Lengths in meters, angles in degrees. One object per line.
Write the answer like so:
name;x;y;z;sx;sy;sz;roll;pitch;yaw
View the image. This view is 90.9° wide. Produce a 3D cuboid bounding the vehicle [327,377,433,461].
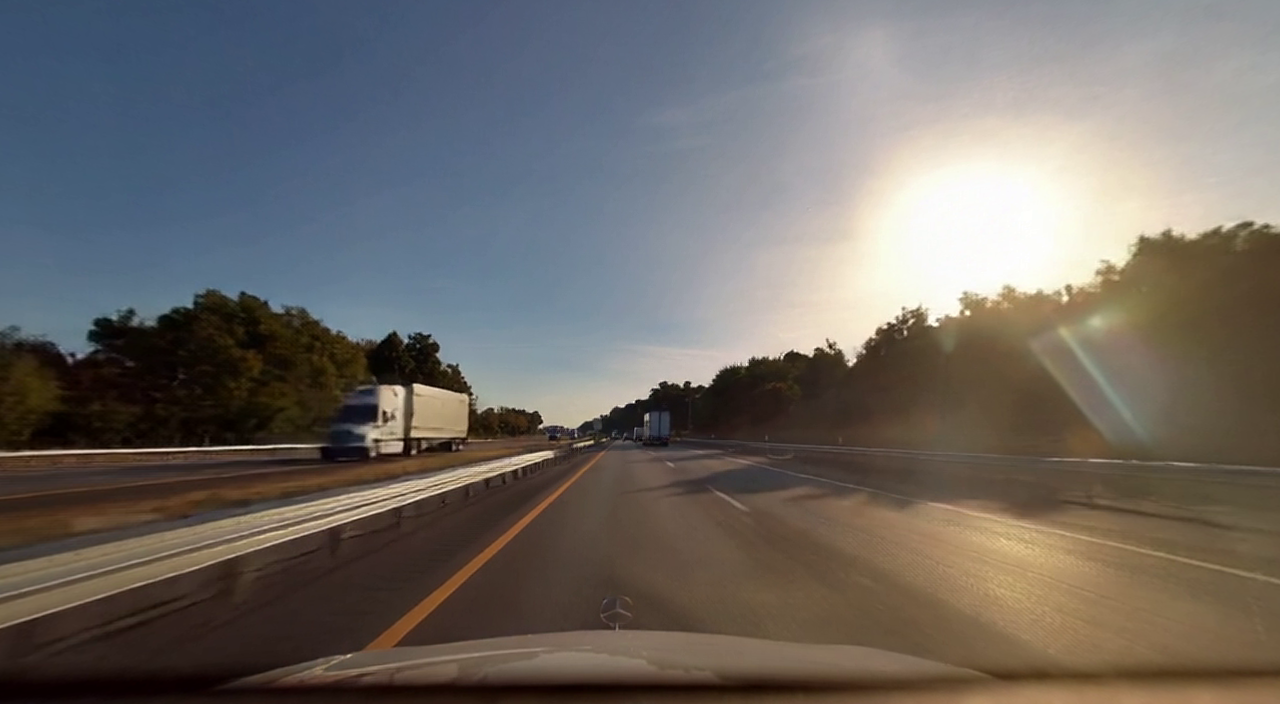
vehicle;-13.222;3.552;32.676;2.992;3.967;5.823;0;-8;-1
